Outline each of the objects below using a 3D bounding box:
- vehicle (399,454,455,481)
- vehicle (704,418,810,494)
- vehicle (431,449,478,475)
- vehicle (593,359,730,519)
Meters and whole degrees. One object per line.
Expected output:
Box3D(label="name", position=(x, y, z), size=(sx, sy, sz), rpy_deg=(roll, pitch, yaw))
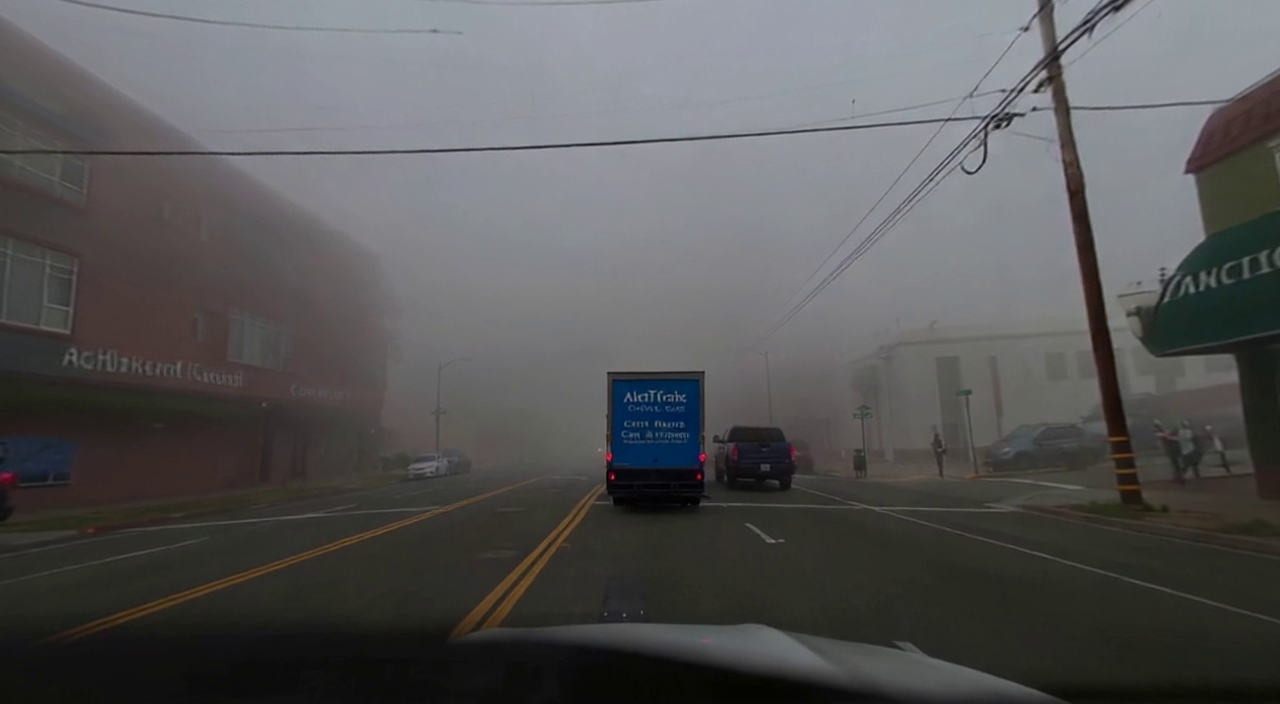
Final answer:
Box3D(label="vehicle", position=(-13.165, 7.167, 39.138), size=(1.901, 1.508, 4.405), rpy_deg=(0, -8, 0))
Box3D(label="vehicle", position=(3.460, 3.234, 19.840), size=(2.346, 2.062, 5.236), rpy_deg=(0, -8, 0))
Box3D(label="vehicle", position=(-13.003, 7.742, 44.352), size=(1.943, 1.682, 4.365), rpy_deg=(0, -8, 0))
Box3D(label="vehicle", position=(0.294, 2.046, 14.725), size=(2.517, 2.926, 6.177), rpy_deg=(0, -9, -2))
